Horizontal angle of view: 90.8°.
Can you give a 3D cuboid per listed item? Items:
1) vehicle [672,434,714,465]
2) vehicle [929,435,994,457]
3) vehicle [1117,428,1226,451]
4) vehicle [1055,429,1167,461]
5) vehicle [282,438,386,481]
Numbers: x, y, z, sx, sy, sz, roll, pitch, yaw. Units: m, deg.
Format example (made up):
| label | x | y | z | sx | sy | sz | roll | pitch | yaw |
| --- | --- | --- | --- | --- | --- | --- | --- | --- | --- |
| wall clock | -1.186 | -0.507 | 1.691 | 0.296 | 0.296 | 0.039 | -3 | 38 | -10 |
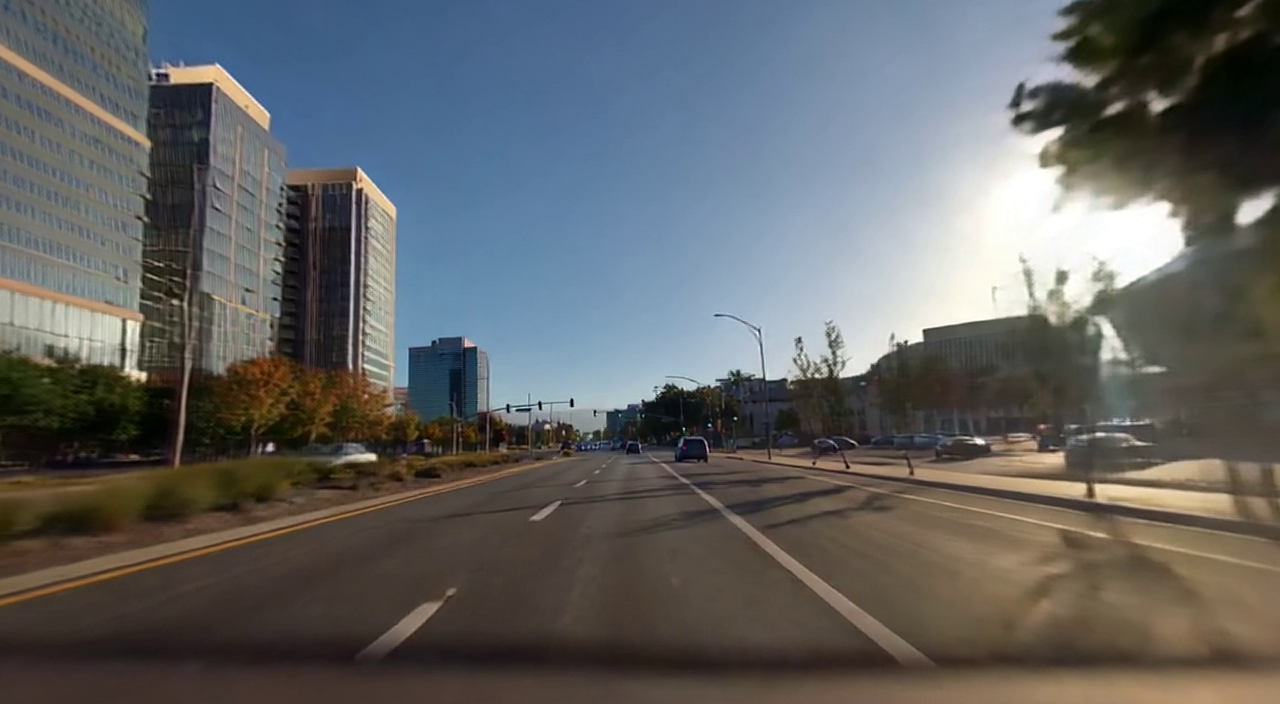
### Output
| label | x | y | z | sx | sy | sz | roll | pitch | yaw |
| --- | --- | --- | --- | --- | --- | --- | --- | --- | --- |
| vehicle | 3.198 | 5.999 | 39.081 | 2.069 | 1.761 | 4.610 | 0 | -8 | -1 |
| vehicle | 23.169 | 6.789 | 45.628 | 3.661 | 1.417 | 1.783 | -1 | -8 | -1 |
| vehicle | 34.512 | 5.688 | 41.104 | 4.993 | 1.444 | 2.237 | -1 | -8 | 2 |
| vehicle | 22.970 | 4.543 | 30.940 | 3.845 | 1.471 | 2.043 | 0 | -8 | 0 |
| vehicle | -12.773 | 4.470 | 26.753 | 1.975 | 1.638 | 4.706 | 0 | -8 | 1 |
